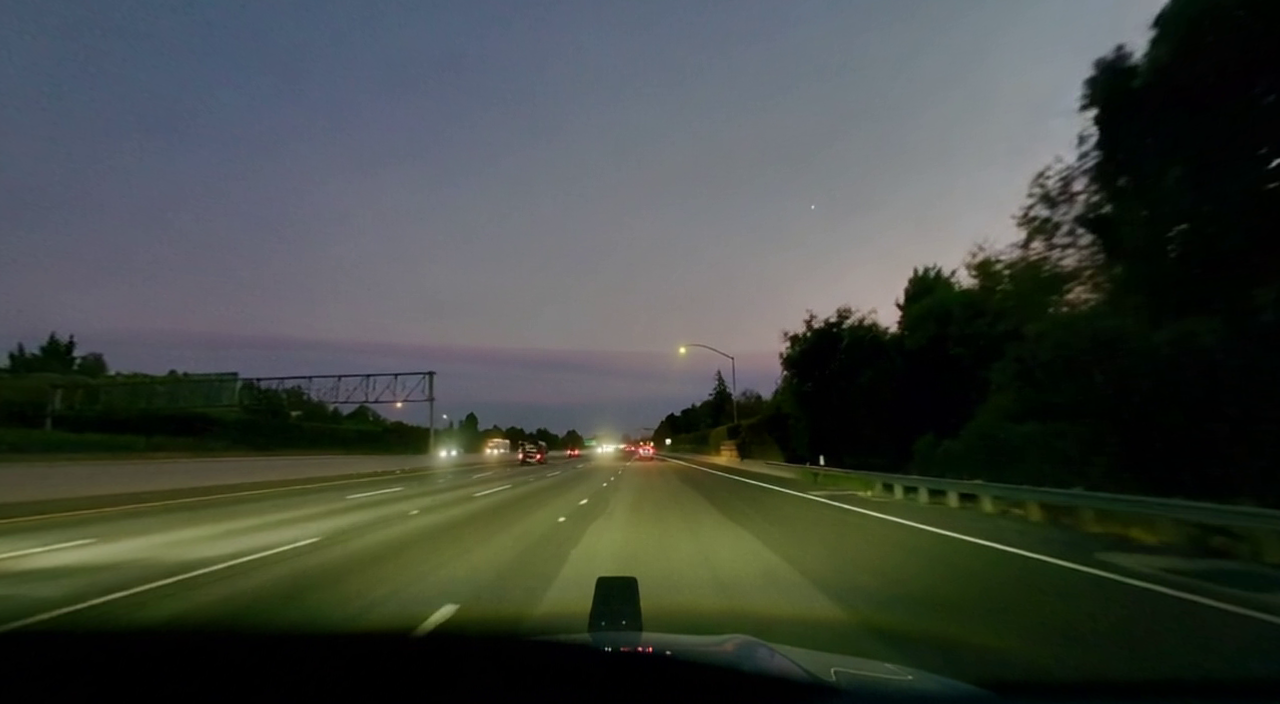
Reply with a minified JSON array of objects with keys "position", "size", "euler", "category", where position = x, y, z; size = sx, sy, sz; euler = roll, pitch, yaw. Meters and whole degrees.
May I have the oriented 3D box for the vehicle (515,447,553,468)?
[{"position":[-8.230,8.201,49.294],"size":[1.983,1.532,4.424],"euler":[-1,-9,2],"category":"vehicle"}]
